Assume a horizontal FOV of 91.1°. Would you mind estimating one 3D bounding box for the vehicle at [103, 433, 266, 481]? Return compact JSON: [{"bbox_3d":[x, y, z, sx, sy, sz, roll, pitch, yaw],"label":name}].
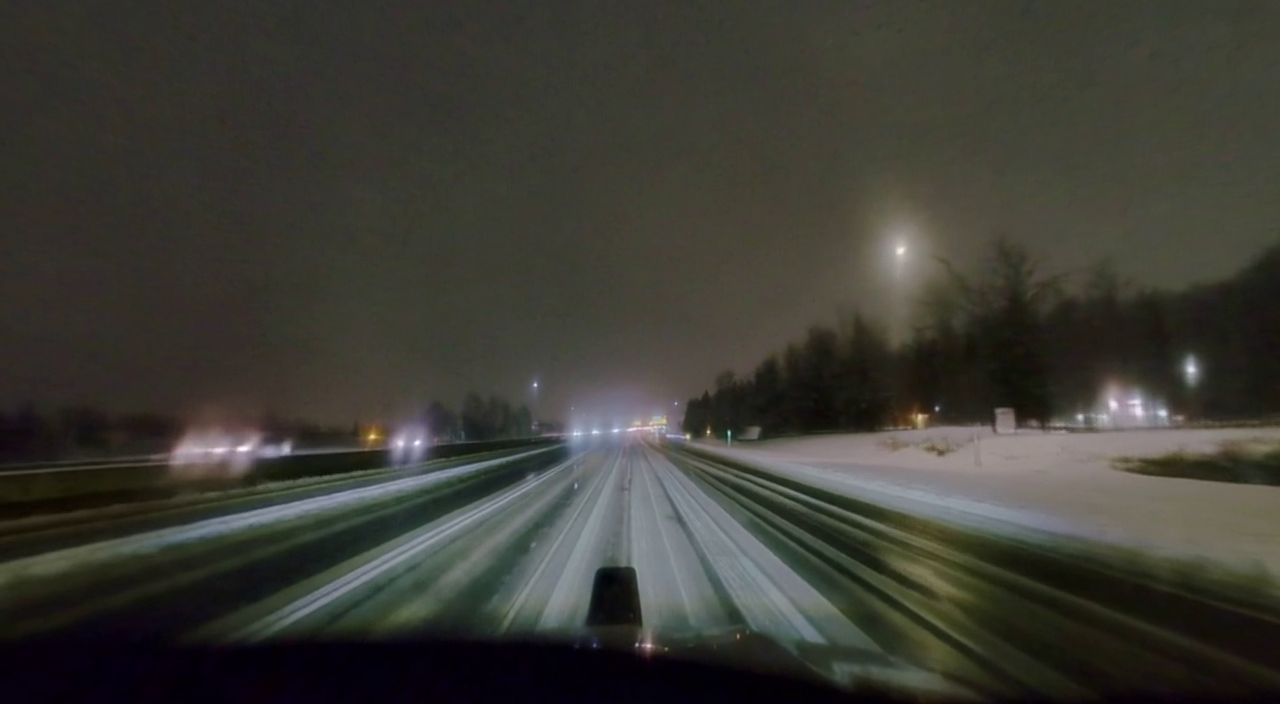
[{"bbox_3d":[-16.099,3.698,22.675,2.078,1.504,5.134,1,-7,-1],"label":"vehicle"}]
